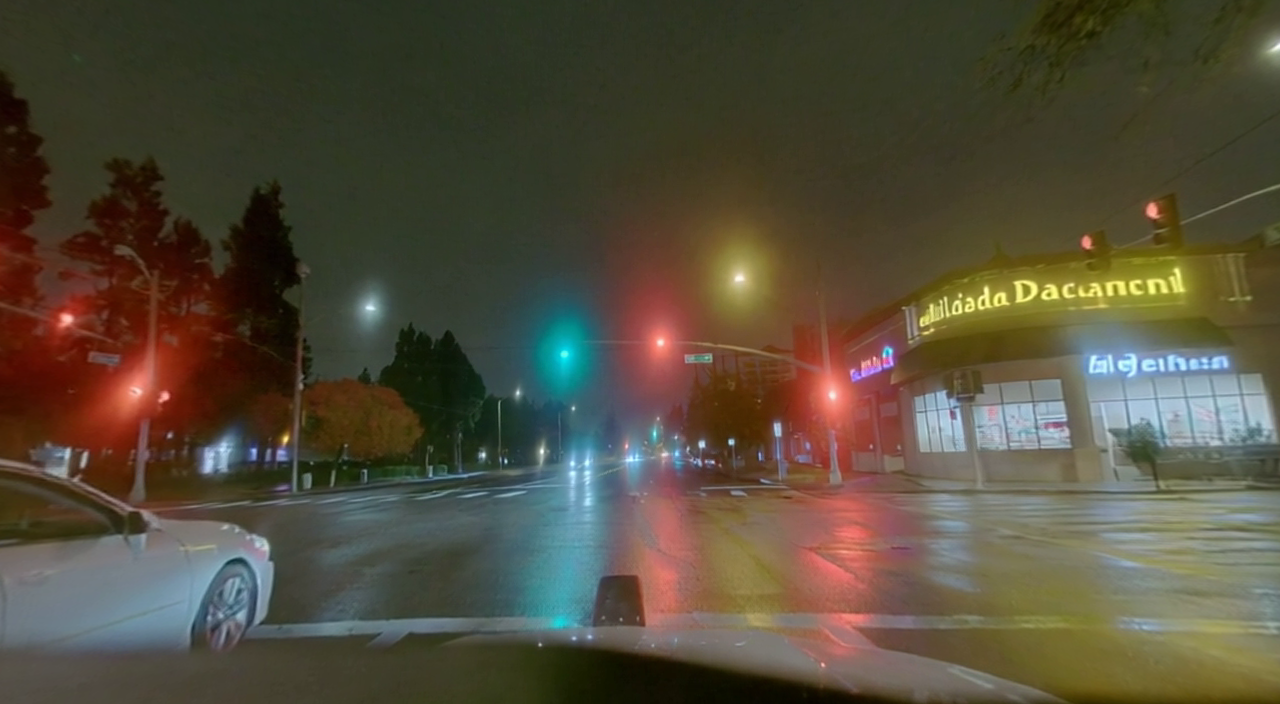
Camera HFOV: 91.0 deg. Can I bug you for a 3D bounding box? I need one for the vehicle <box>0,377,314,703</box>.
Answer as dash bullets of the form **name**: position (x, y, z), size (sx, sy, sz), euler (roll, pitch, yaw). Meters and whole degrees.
- **vehicle**: position (-3.498, 0.937, 2.597), size (1.947, 1.627, 4.248), euler (0, -9, 1)
